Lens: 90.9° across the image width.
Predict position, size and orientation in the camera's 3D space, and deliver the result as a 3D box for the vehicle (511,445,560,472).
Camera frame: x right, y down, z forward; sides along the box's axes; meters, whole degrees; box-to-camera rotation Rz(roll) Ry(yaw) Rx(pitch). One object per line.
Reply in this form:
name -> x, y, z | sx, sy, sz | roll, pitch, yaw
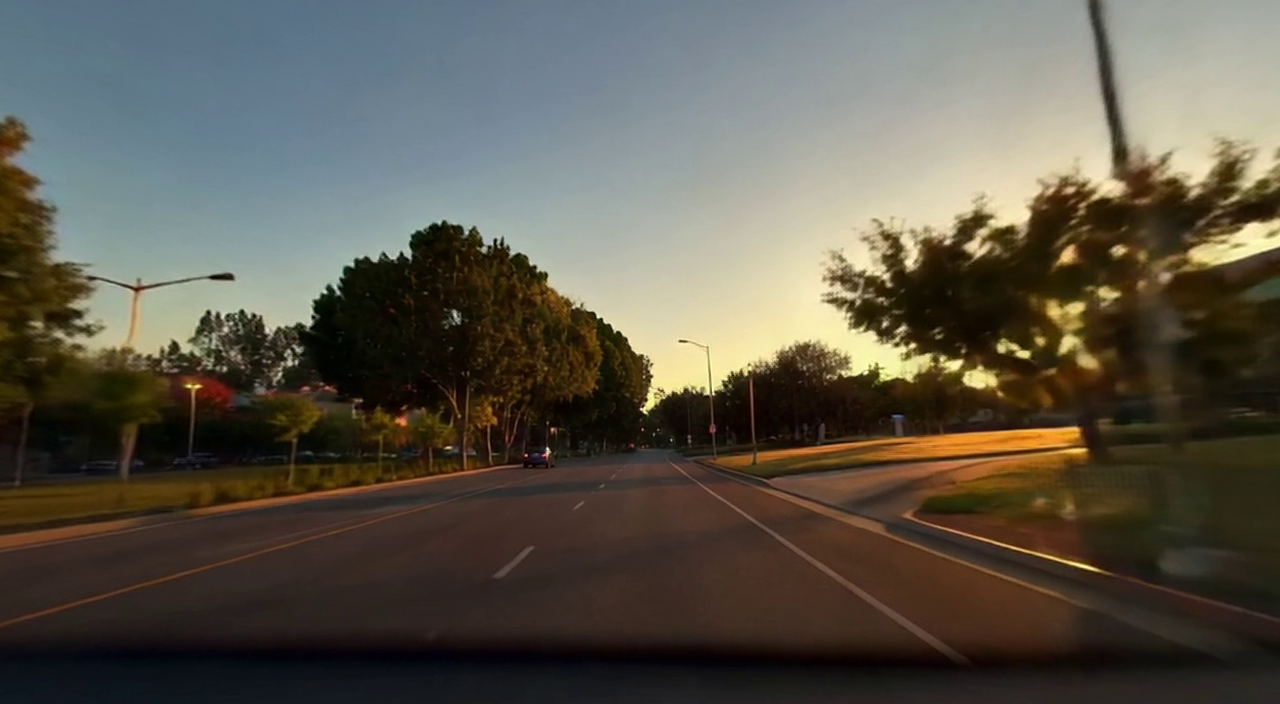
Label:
vehicle -> -5.948, 6.098, 36.474 | 1.945, 1.461, 4.605 | 0, -8, 2
